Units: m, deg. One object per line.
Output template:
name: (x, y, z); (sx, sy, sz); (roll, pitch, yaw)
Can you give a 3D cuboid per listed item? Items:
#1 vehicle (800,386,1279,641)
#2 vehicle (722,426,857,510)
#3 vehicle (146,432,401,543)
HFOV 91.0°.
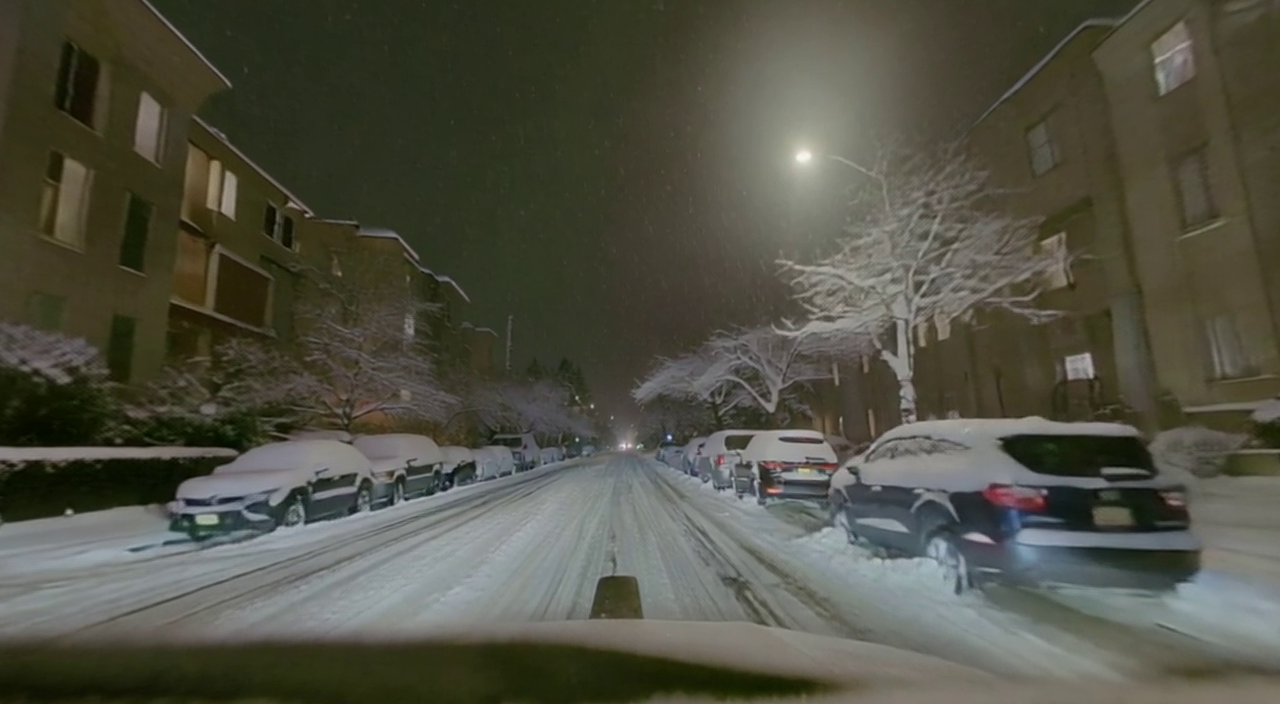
vehicle: (3.902, 1.619, 7.642); (2.280, 1.850, 5.961); (0, -9, -1)
vehicle: (3.706, 3.011, 16.854); (2.214, 1.885, 5.268); (0, -9, -1)
vehicle: (-7.411, 2.838, 13.718); (2.384, 1.781, 5.492); (-3, -10, -2)
